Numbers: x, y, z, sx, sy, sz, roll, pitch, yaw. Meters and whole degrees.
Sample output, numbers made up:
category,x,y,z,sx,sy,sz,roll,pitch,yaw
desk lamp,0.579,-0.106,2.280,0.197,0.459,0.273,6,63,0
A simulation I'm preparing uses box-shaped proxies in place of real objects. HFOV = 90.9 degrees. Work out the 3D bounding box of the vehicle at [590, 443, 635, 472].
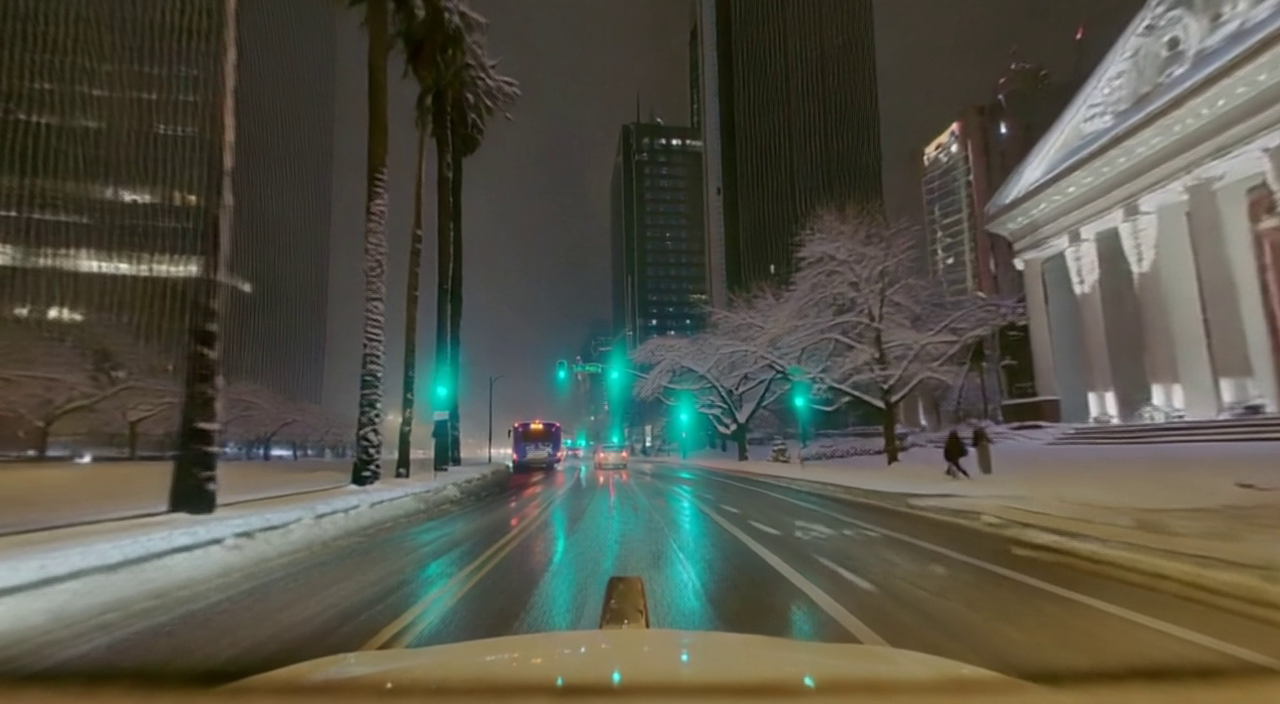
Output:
category,x,y,z,sx,sy,sz,roll,pitch,yaw
vehicle,-1.582,5.826,34.956,2.107,1.481,4.097,1,-8,-7

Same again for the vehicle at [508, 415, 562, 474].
category,x,y,z,sx,sy,sz,roll,pitch,yaw
vehicle,-5.986,5.450,37.149,2.678,3.042,8.474,1,-8,-7
